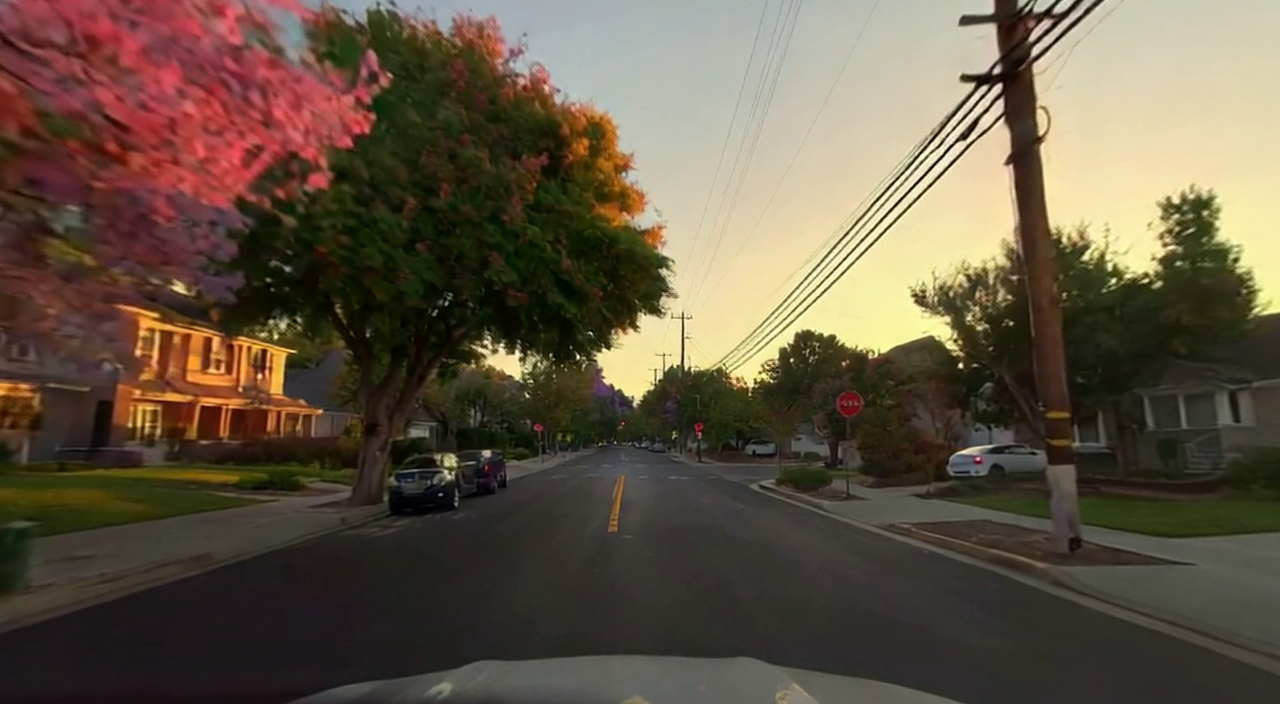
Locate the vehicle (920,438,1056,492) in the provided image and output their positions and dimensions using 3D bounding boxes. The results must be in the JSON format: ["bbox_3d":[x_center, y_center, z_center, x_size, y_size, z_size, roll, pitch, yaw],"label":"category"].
[{"bbox_3d":[11.371,3.697,21.092,1.881,1.574,4.670,0,-8,0],"label":"vehicle"}]

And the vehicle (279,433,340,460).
[{"bbox_3d":[-19.790,5.644,37.753,4.472,1.492,1.870,-8,-12,44],"label":"vehicle"}]

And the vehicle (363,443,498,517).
[{"bbox_3d":[-5.038,3.098,15.954,1.938,1.508,4.481,0,-7,-1],"label":"vehicle"}]
